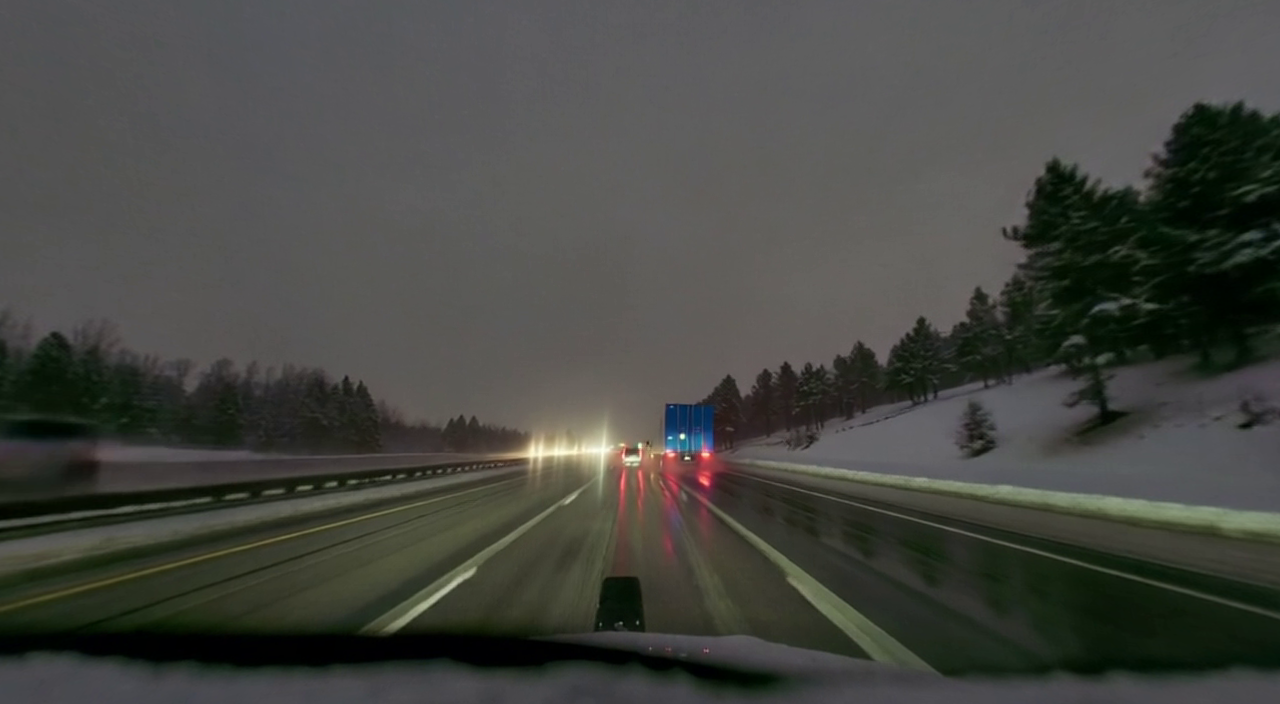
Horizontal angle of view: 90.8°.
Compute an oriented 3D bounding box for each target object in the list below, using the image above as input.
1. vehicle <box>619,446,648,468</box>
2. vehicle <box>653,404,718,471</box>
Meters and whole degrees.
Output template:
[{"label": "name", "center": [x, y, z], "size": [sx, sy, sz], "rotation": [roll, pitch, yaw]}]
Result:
[{"label": "vehicle", "center": [-0.481, 7.247, 43.719], "size": [1.898, 1.438, 4.053], "rotation": [0, -9, -1]}, {"label": "vehicle", "center": [3.012, 6.661, 47.946], "size": [3.462, 4.177, 16.311], "rotation": [0, -9, -1]}]
